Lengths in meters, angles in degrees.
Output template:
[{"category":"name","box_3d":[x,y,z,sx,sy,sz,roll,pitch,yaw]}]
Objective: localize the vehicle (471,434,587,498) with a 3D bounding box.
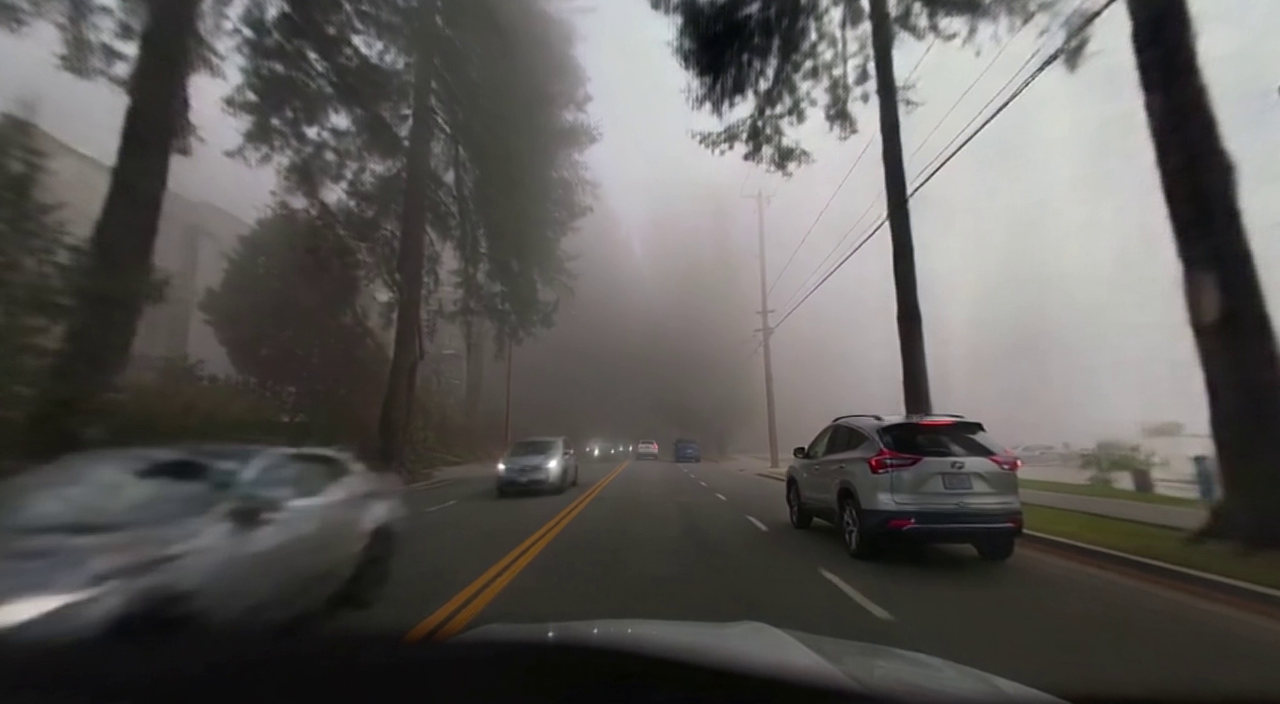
[{"category":"vehicle","box_3d":[-2.818,3.035,17.186,2.182,1.486,4.809,0,-8,1]}]

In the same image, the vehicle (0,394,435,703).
[{"category":"vehicle","box_3d":[-2.851,1.110,3.672,1.941,1.409,3.975,0,-8,0]}]

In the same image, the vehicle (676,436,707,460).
[{"category":"vehicle","box_3d":[3.910,7.415,48.511,2.069,1.791,4.422,0,-8,0]}]

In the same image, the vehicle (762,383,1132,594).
[{"category":"vehicle","box_3d":[3.267,1.600,8.272,2.219,1.881,5.104,0,-8,-1]}]

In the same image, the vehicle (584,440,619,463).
[{"category":"vehicle","box_3d":[-2.693,7.102,44.890,2.096,1.515,4.481,0,-8,2]}]
